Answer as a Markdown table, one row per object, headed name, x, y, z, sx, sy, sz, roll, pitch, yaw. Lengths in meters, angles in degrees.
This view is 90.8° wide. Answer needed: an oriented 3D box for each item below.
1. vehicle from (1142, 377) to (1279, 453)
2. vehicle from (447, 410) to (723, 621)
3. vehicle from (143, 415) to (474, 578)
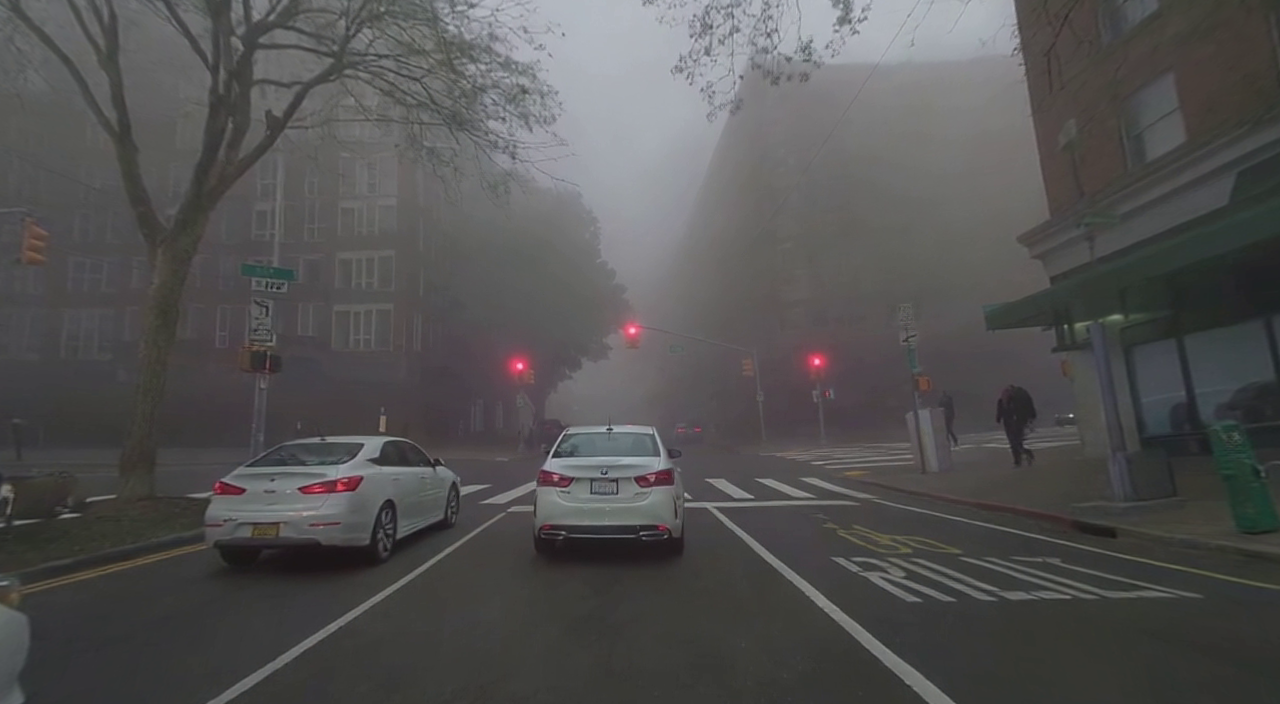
| name | x | y | z | sx | sy | sz | roll | pitch | yaw |
| --- | --- | --- | --- | --- | --- | --- | --- | --- | --- |
| vehicle | 21.621 | 2.298 | 22.506 | 5.863 | 2.493 | 2.354 | 1 | -9 | -11 |
| vehicle | -0.422 | 1.479 | 6.626 | 1.999 | 1.520 | 3.896 | 0 | -8 | -1 |
| vehicle | -3.705 | 1.686 | 8.175 | 1.934 | 1.522 | 4.287 | 0 | -8 | 0 |
